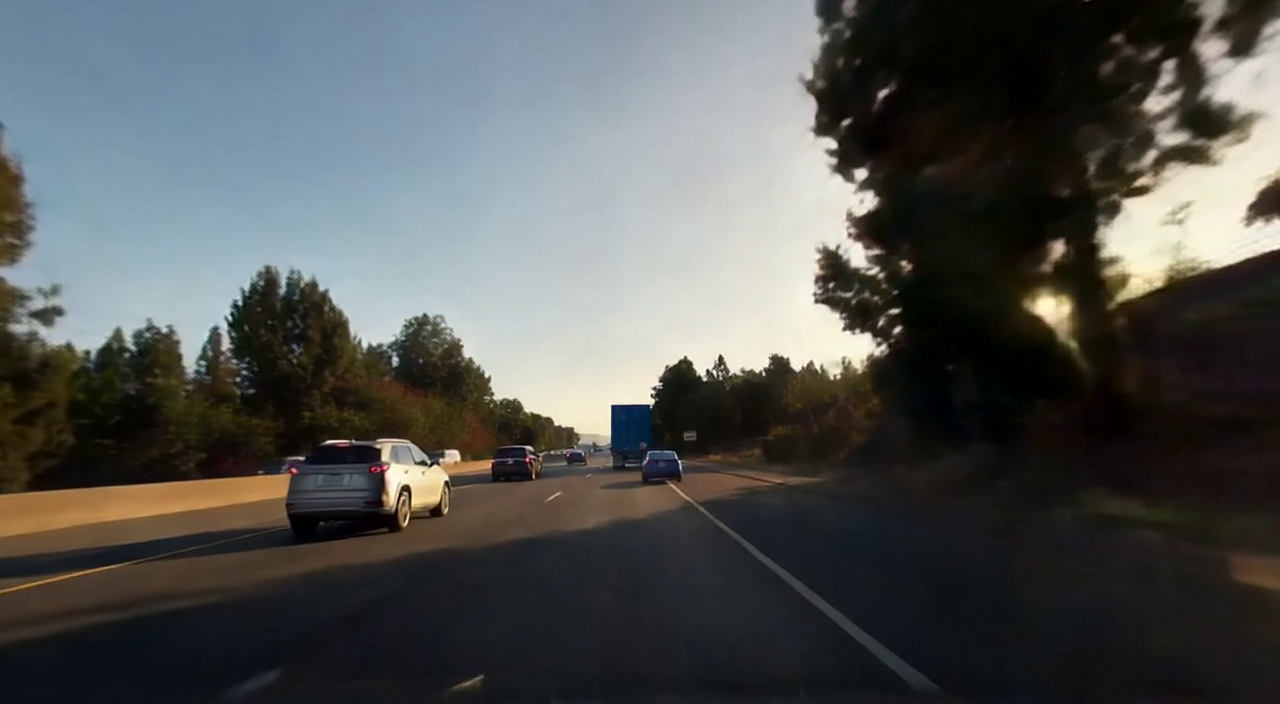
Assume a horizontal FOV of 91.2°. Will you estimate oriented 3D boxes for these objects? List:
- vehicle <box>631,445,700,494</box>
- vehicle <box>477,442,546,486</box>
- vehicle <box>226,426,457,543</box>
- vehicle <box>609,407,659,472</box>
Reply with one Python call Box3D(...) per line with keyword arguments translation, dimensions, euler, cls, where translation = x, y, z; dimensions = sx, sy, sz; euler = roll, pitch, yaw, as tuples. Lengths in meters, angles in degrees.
Box3D(translation=(0.759, 3.907, 21.207), dimensions=(2.026, 1.489, 4.045), euler=(0, -9, -2), cls="vehicle")
Box3D(translation=(-5.211, 4.606, 26.028), dimensions=(2.035, 1.664, 4.064), euler=(0, -9, -1), cls="vehicle")
Box3D(translation=(-4.944, 2.247, 11.210), dimensions=(2.100, 1.671, 4.105), euler=(0, -9, 0), cls="vehicle")
Box3D(translation=(-0.620, 6.330, 44.915), dimensions=(3.113, 4.066, 10.786), euler=(0, -9, -3), cls="vehicle")
